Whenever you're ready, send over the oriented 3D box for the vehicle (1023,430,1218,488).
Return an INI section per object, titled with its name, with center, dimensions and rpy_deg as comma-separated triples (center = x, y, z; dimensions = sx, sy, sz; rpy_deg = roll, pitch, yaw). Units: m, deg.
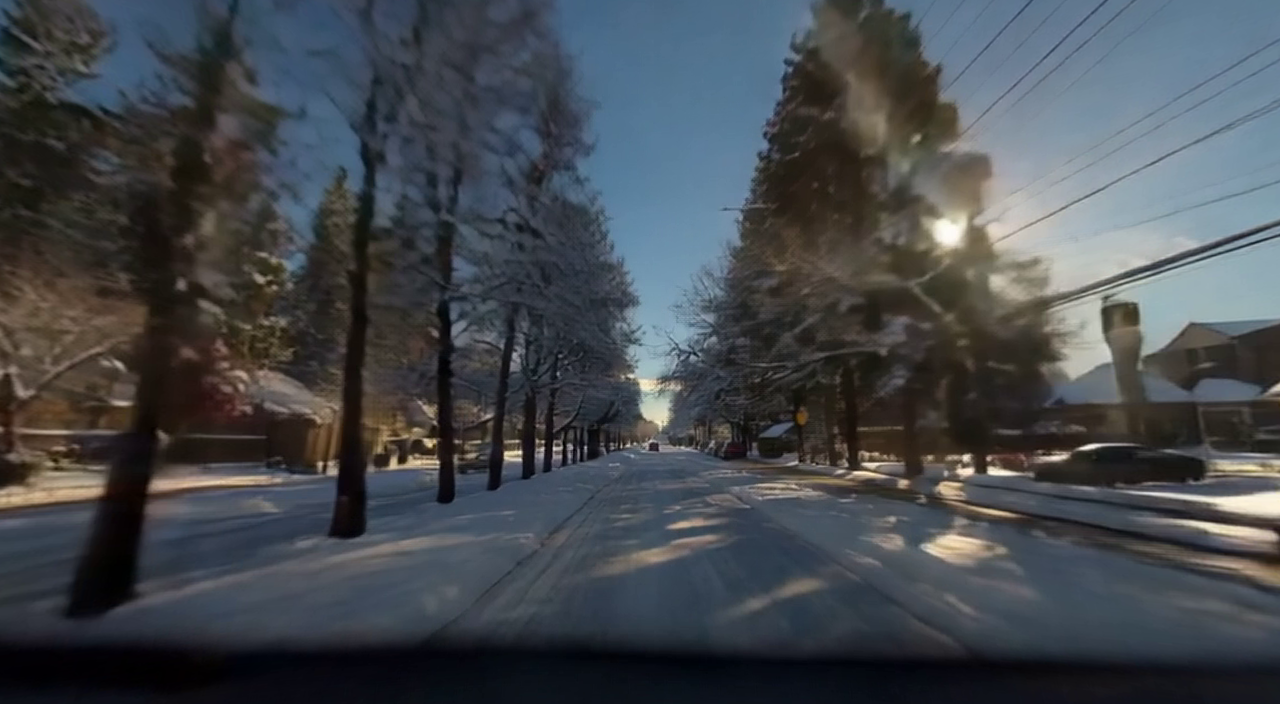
[vehicle]
center = 14.891, 3.333, 19.723
dimensions = 4.511, 1.661, 1.934
rpy_deg = 1, -8, -2
